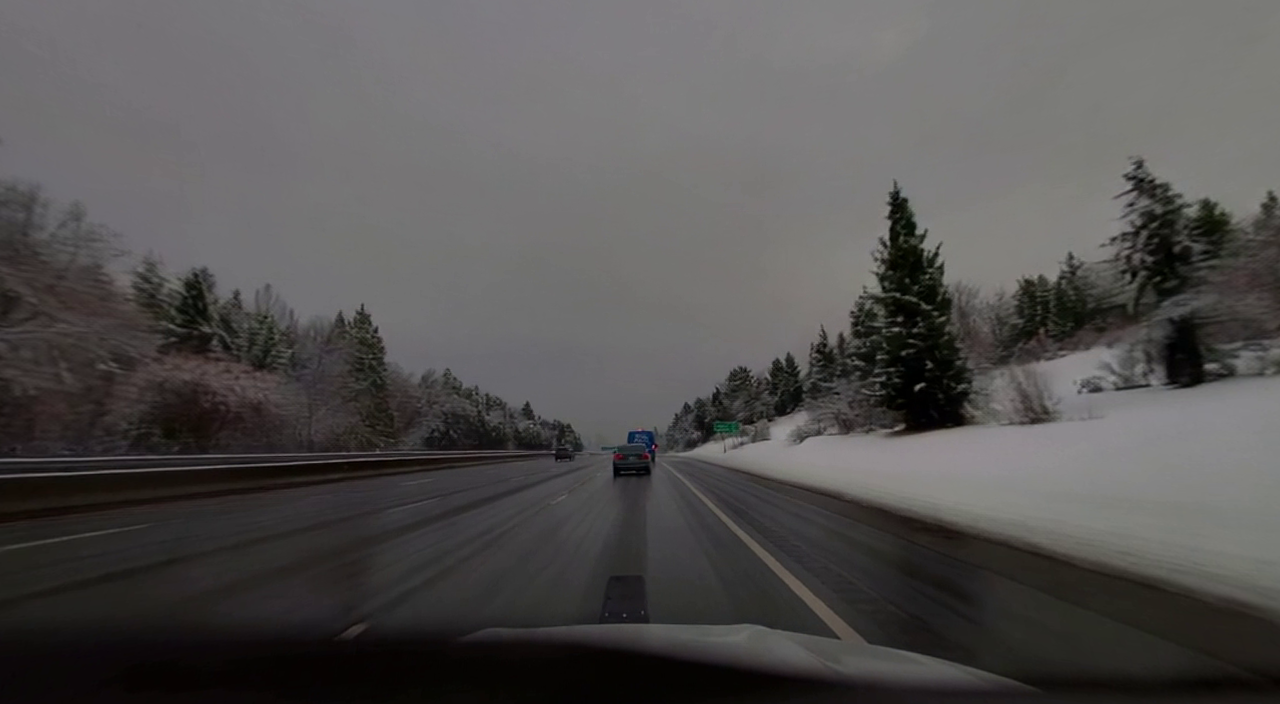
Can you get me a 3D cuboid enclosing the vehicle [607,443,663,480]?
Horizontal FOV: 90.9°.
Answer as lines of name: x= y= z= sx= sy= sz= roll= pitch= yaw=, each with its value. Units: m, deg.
vehicle: x=-0.164 y=4.687 z=27.231 sx=2.238 sy=1.479 sz=3.672 roll=0 pitch=-9 yaw=1
